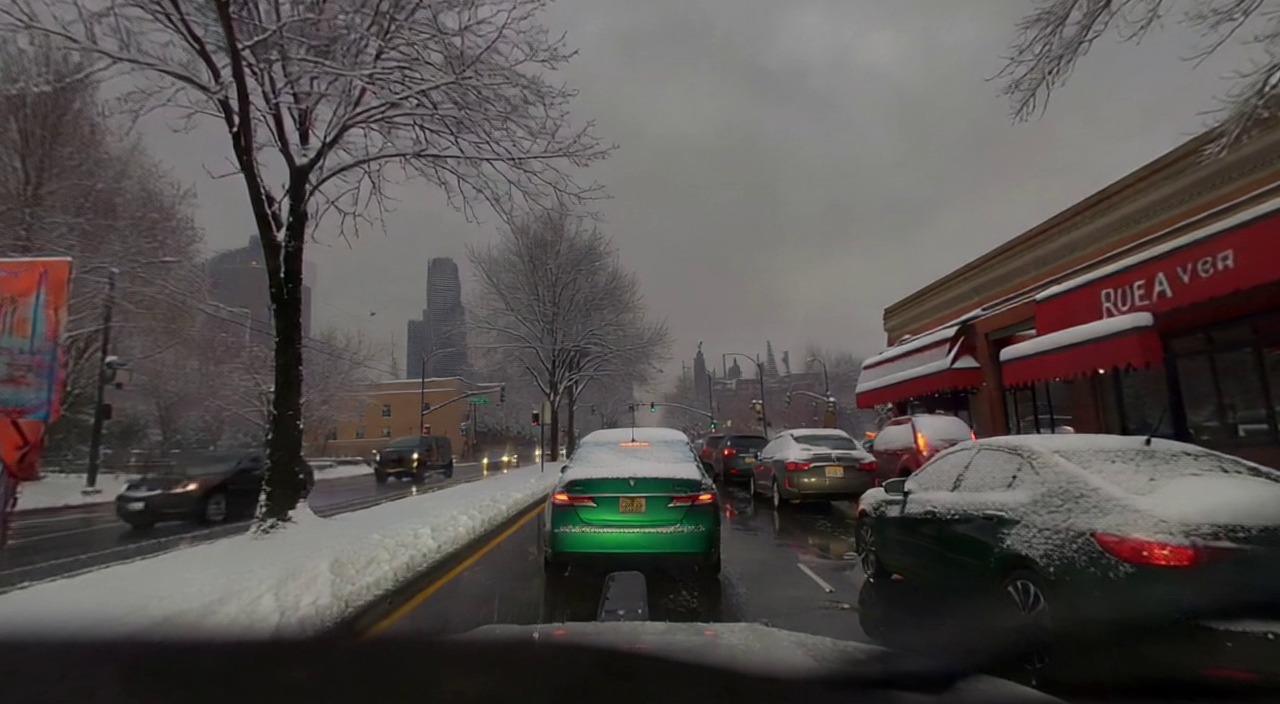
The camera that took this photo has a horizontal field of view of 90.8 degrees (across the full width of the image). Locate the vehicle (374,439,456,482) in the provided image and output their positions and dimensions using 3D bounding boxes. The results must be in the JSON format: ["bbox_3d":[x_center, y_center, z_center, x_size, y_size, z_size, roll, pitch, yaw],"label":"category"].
[{"bbox_3d":[-10.266,4.968,29.262,2.060,1.792,5.170,0,-9,-2],"label":"vehicle"}]

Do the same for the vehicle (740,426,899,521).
[{"bbox_3d":[3.531,2.484,13.417,2.025,1.660,4.263,0,-9,-1],"label":"vehicle"}]

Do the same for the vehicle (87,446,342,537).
[{"bbox_3d":[-8.020,2.623,12.555,2.169,1.477,4.168,0,-9,0],"label":"vehicle"}]

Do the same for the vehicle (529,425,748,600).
[{"bbox_3d":[-0.022,1.655,7.301,1.887,1.487,3.535,0,-9,0],"label":"vehicle"}]

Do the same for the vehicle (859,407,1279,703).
[{"bbox_3d":[3.302,1.257,4.483,1.988,1.480,4.195,0,-9,0],"label":"vehicle"}]
